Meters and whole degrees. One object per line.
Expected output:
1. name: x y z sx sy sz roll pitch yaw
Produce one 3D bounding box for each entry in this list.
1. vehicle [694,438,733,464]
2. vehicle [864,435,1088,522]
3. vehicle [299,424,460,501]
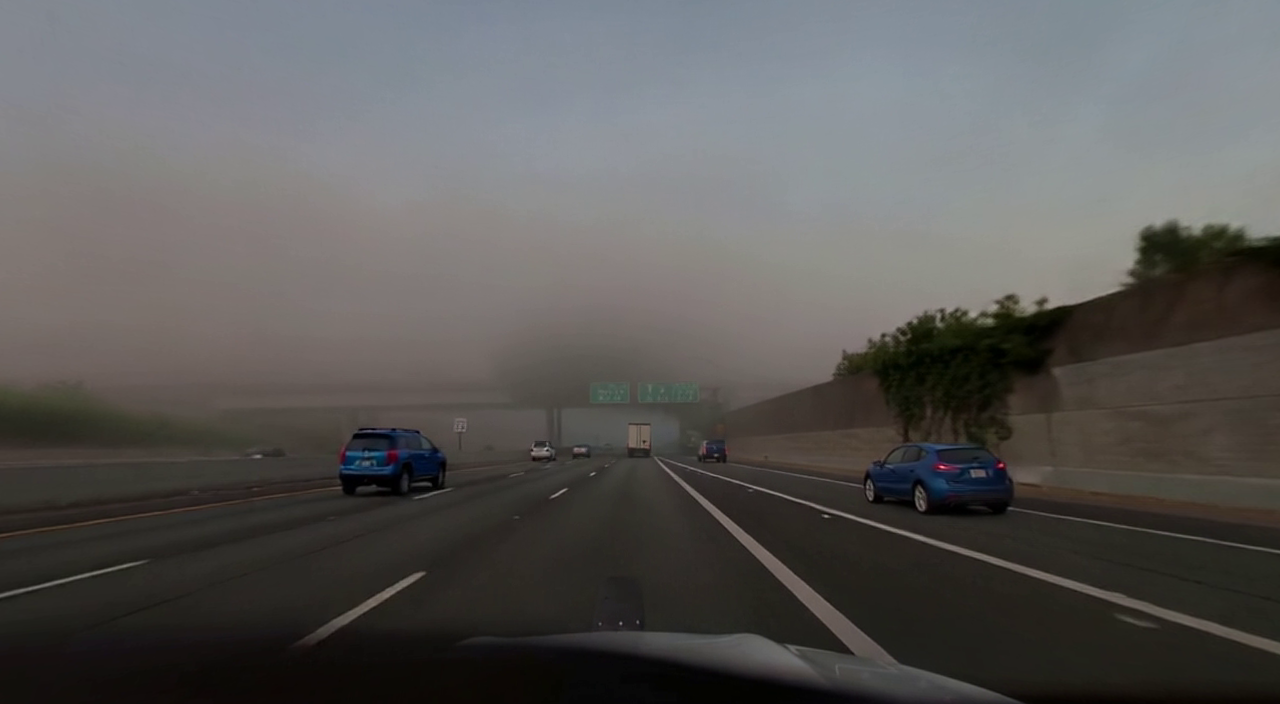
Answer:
1. vehicle: 5.531 7.562 48.240 2.220 1.898 4.752 0 -9 -3
2. vehicle: 6.775 2.579 13.455 2.075 1.510 4.569 0 -9 -3
3. vehicle: -6.639 2.896 16.871 2.179 1.753 4.999 0 -9 0
